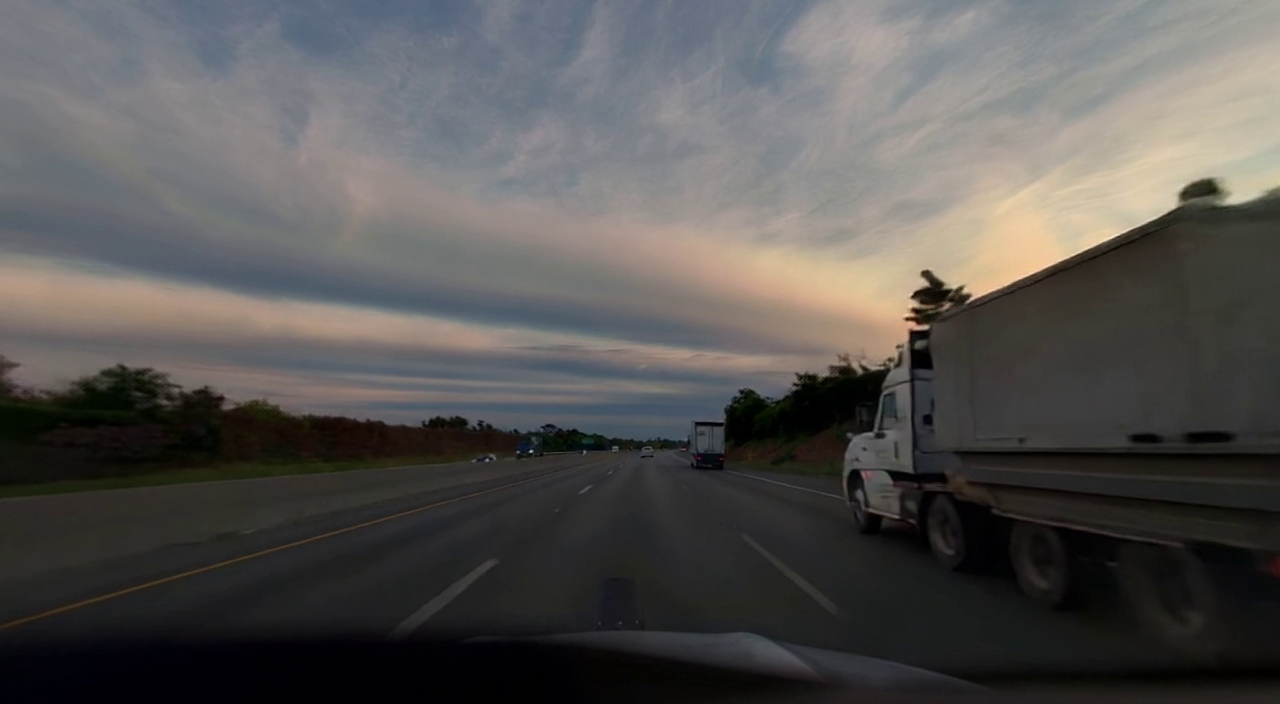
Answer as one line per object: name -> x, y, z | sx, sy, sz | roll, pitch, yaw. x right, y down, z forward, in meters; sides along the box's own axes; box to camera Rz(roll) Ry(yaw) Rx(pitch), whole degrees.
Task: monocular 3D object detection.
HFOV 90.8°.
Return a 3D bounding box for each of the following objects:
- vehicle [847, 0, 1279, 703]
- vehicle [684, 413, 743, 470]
vehicle -> 4.369, -0.085, 3.111 | 3.032, 3.785, 10.333 | 0, -9, -1
vehicle -> 4.570, 5.867, 41.042 | 2.771, 3.313, 8.121 | 0, -9, 0
